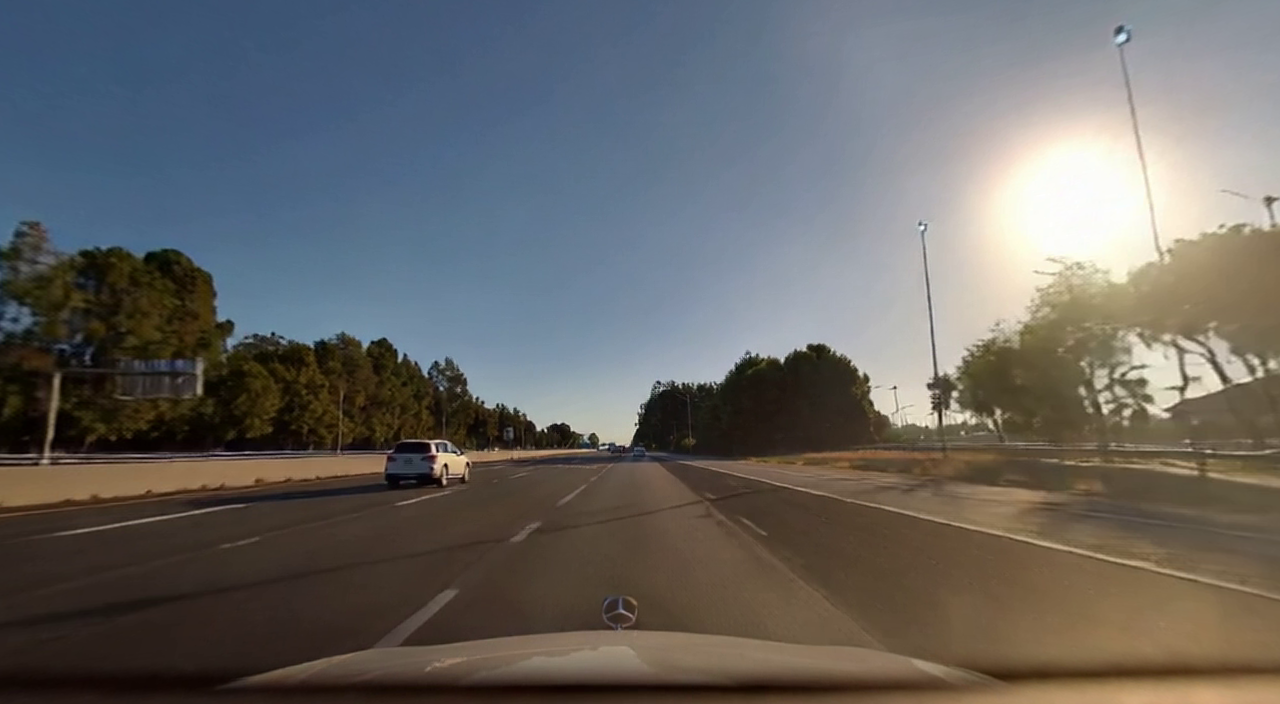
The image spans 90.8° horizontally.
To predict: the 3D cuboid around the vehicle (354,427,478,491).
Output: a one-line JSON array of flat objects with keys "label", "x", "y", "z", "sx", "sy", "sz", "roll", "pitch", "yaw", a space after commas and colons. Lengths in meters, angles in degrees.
[{"label": "vehicle", "x": -7.025, "y": 3.408, "z": 20.488, "sx": 2.231, "sy": 1.807, "sz": 4.758, "roll": 0, "pitch": -8, "yaw": 0}]
